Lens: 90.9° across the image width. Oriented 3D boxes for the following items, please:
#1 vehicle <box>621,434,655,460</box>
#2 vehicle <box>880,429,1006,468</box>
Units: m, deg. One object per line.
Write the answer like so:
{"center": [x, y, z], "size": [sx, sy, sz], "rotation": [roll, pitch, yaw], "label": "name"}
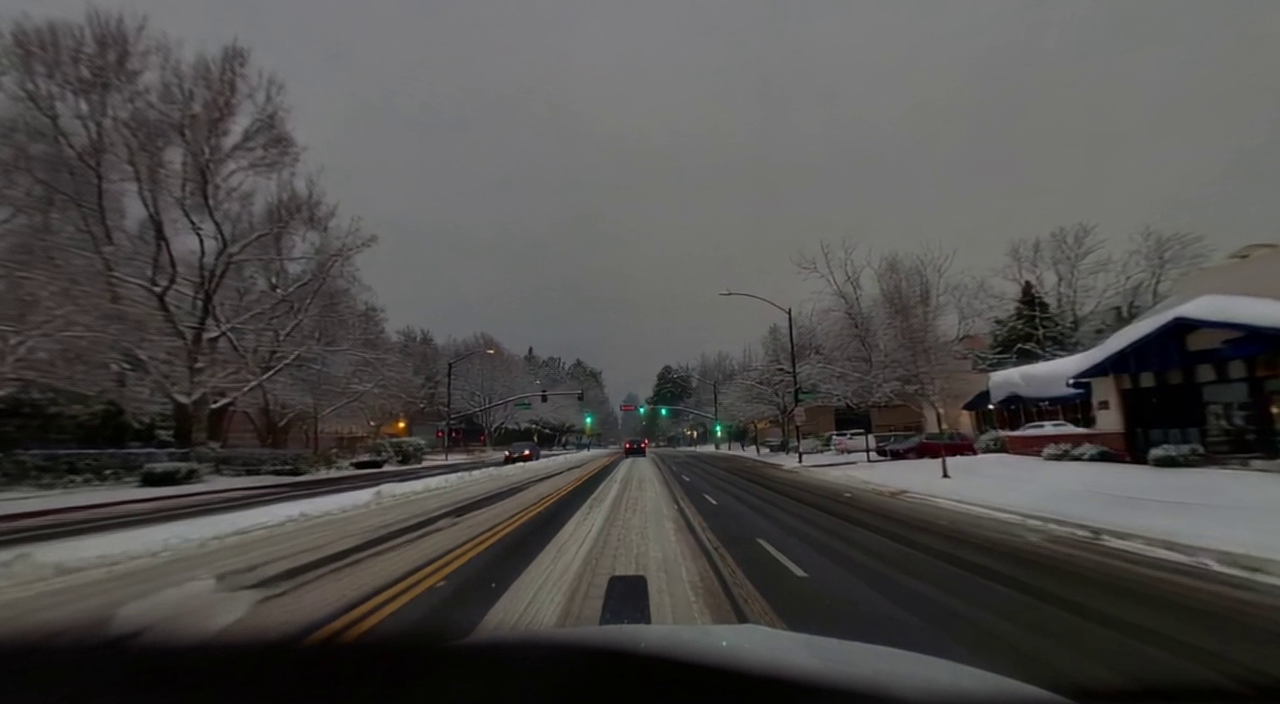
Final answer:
{"center": [-0.078, 6.427, 42.560], "size": [2.196, 1.646, 4.109], "rotation": [0, -8, 2], "label": "vehicle"}
{"center": [13.855, 4.386, 28.936], "size": [5.001, 1.554, 1.961], "rotation": [-3, -9, 31], "label": "vehicle"}
